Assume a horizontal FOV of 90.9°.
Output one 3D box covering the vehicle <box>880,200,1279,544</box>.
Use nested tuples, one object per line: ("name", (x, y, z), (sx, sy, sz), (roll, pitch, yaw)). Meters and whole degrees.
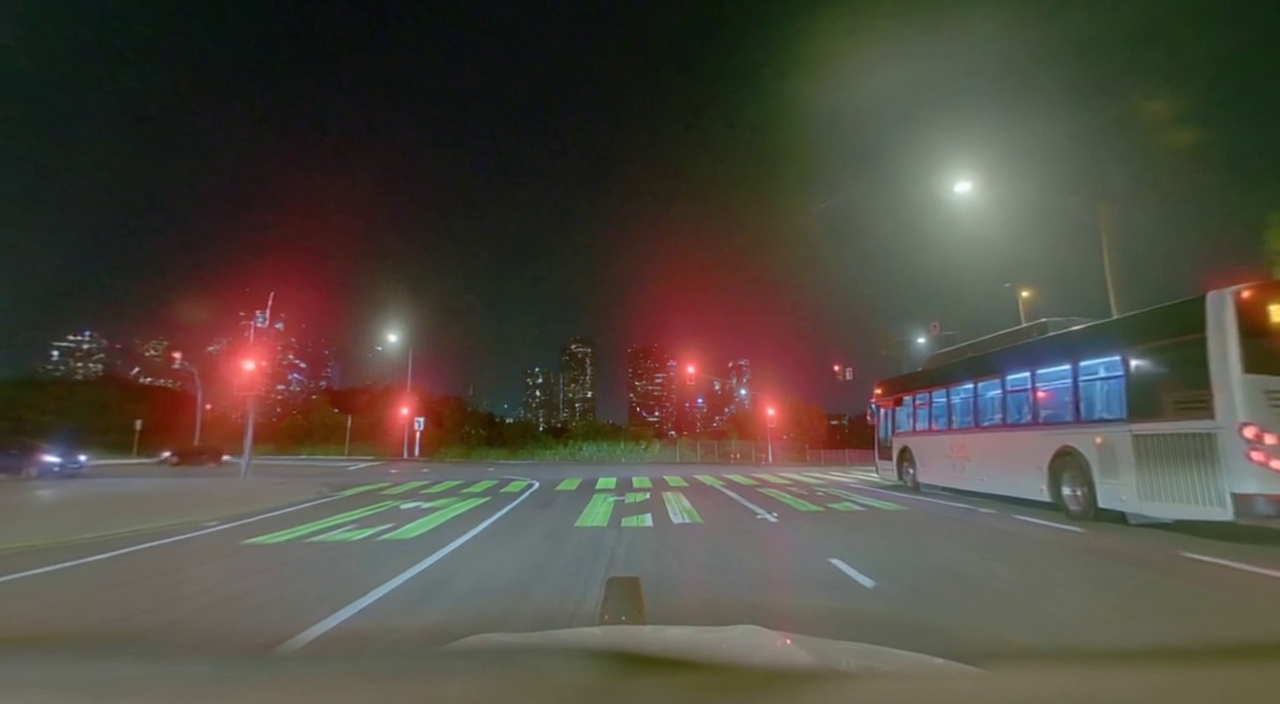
("vehicle", (8.976, 1.155, 13.846), (2.916, 4.009, 13.397), (-1, -9, 4))

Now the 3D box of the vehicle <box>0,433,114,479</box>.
("vehicle", (-23.906, 4.005, 24.342), (5.014, 1.675, 1.906), (3, -9, -20))
